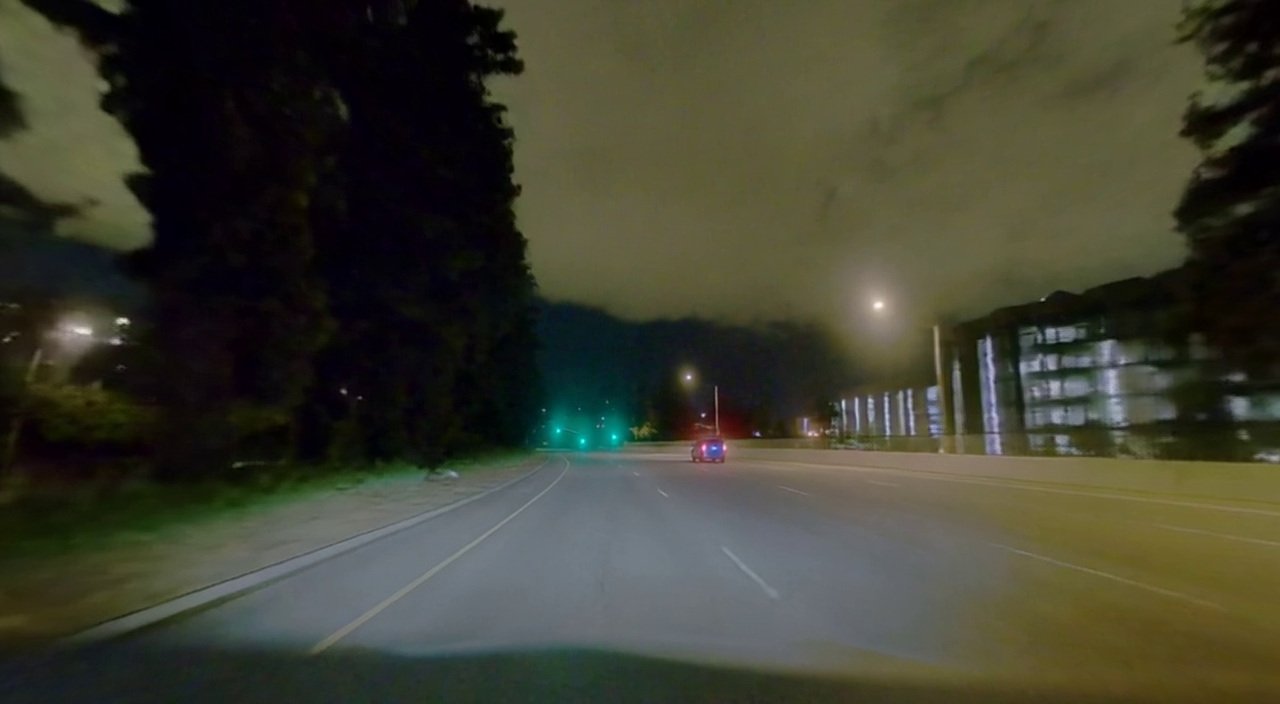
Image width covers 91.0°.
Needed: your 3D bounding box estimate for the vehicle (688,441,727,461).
[{"bbox_3d":[5.288,7.844,49.897,1.908,1.483,4.474,1,-9,-9],"label":"vehicle"}]
